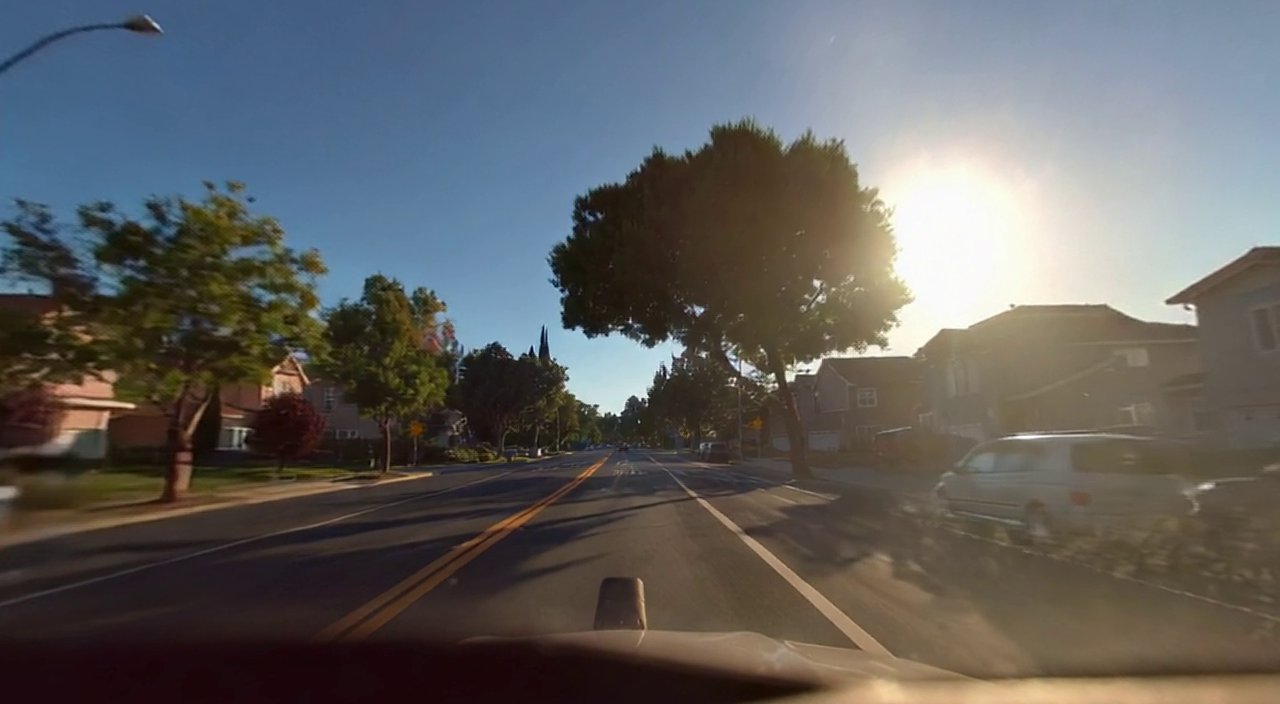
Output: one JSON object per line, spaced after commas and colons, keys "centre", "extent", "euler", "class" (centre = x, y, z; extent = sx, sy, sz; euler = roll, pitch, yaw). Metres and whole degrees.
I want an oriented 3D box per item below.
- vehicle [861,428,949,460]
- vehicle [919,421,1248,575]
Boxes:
{"centre": [17.906, 6.279, 42.942], "extent": [4.937, 2.091, 2.263], "euler": [0, -8, 1], "class": "vehicle"}
{"centre": [6.497, 2.135, 10.067], "extent": [2.108, 1.897, 4.180], "euler": [0, -8, -1], "class": "vehicle"}
